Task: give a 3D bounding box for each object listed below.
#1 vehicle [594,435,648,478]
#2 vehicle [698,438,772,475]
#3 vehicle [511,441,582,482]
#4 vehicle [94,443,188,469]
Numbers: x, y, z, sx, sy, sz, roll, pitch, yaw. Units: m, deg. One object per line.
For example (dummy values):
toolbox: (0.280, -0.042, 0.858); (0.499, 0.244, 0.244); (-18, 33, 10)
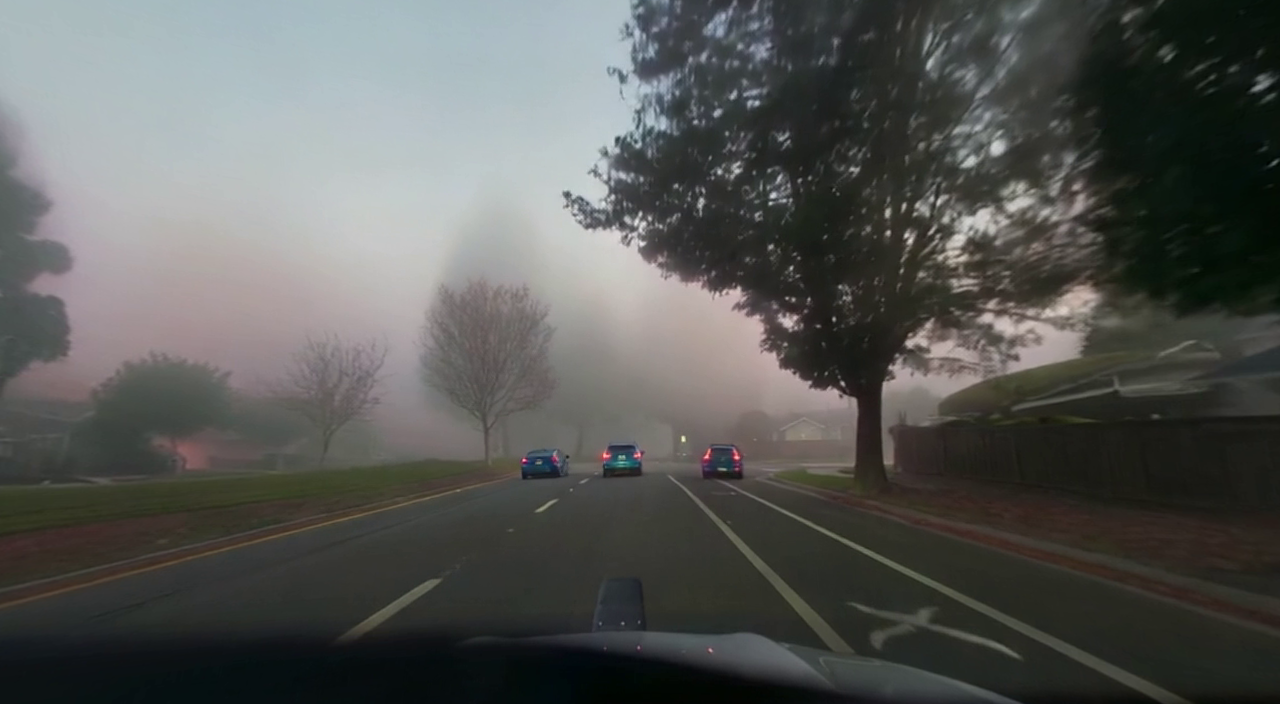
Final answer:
vehicle: (-0.774, 4.620, 27.924); (2.220, 1.742, 4.047); (0, -8, 1)
vehicle: (4.822, 5.176, 31.323); (2.192, 1.677, 4.820); (-4, -9, 26)
vehicle: (-3.532, 4.226, 24.541); (2.032, 1.433, 4.458); (0, -8, 1)
vehicle: (-33.468, 6.961, 42.196); (4.600, 1.698, 1.993); (0, -8, 3)
